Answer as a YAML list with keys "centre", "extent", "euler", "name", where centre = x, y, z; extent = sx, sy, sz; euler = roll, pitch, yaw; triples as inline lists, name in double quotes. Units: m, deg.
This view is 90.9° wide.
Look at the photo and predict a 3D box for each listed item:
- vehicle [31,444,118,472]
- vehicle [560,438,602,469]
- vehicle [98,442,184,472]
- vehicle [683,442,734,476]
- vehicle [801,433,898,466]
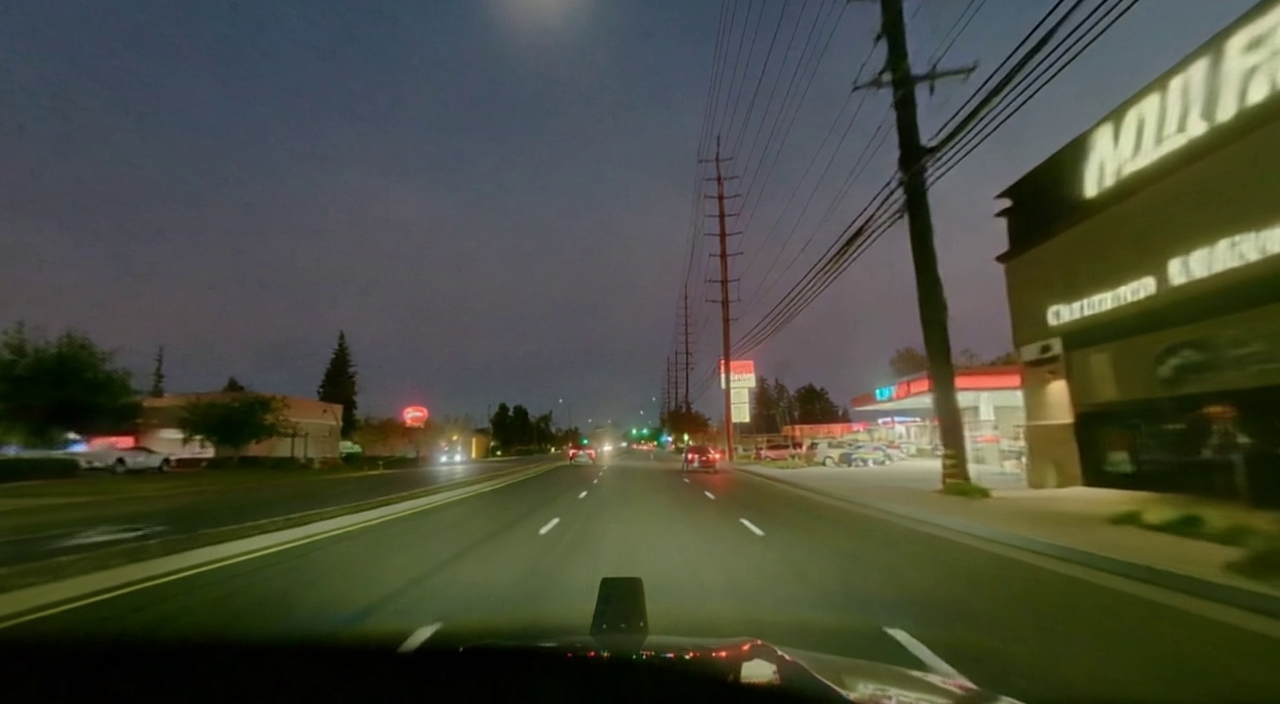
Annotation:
- centre: [-34.599, 6.470, 38.708]
  extent: [1.923, 1.597, 4.127]
  euler: [1, -9, -10]
  name: "vehicle"
- centre: [-3.362, 5.914, 36.751]
  extent: [2.047, 1.664, 4.148]
  euler: [0, -9, 0]
  name: "vehicle"
- centre: [-31.302, 6.592, 39.736]
  extent: [1.859, 1.704, 4.366]
  euler: [-1, -9, -1]
  name: "vehicle"
- centre: [3.363, 5.306, 31.608]
  extent: [1.978, 1.455, 4.195]
  euler: [4, -9, -1]
  name: "vehicle"
- centre: [12.125, 5.654, 36.710]
  extent: [4.832, 1.813, 2.170]
  euler: [1, -9, -6]
  name: "vehicle"
